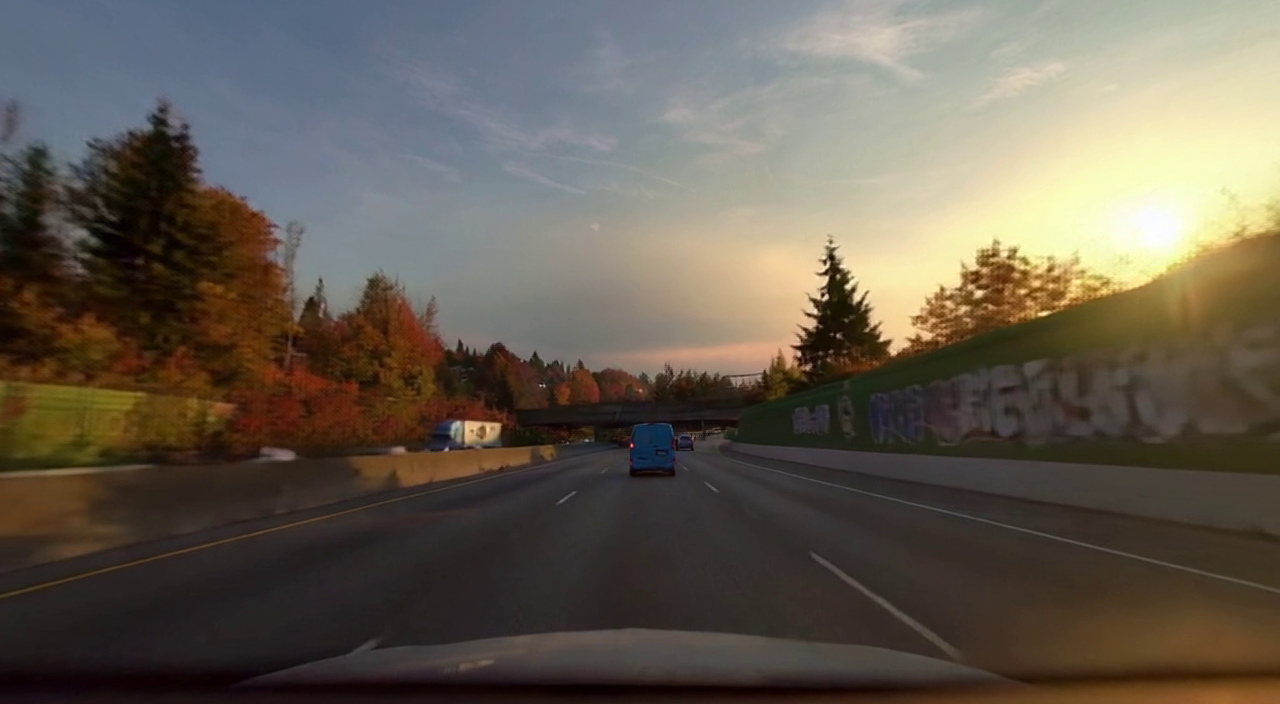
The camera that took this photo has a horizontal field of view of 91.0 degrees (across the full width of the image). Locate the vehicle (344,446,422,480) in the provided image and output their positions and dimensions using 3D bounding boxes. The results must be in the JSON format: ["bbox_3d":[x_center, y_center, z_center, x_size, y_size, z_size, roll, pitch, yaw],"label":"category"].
[{"bbox_3d":[-12.274,5.283,30.334,1.855,1.477,4.307,0,-8,1],"label":"vehicle"}]

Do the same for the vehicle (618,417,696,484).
[{"bbox_3d":[0.517,3.221,20.709,2.283,1.956,4.421,0,-8,0],"label":"vehicle"}]

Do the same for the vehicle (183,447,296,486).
[{"bbox_3d":[-16.514,4.701,26.200,1.969,1.485,4.072,0,-8,1],"label":"vehicle"}]
